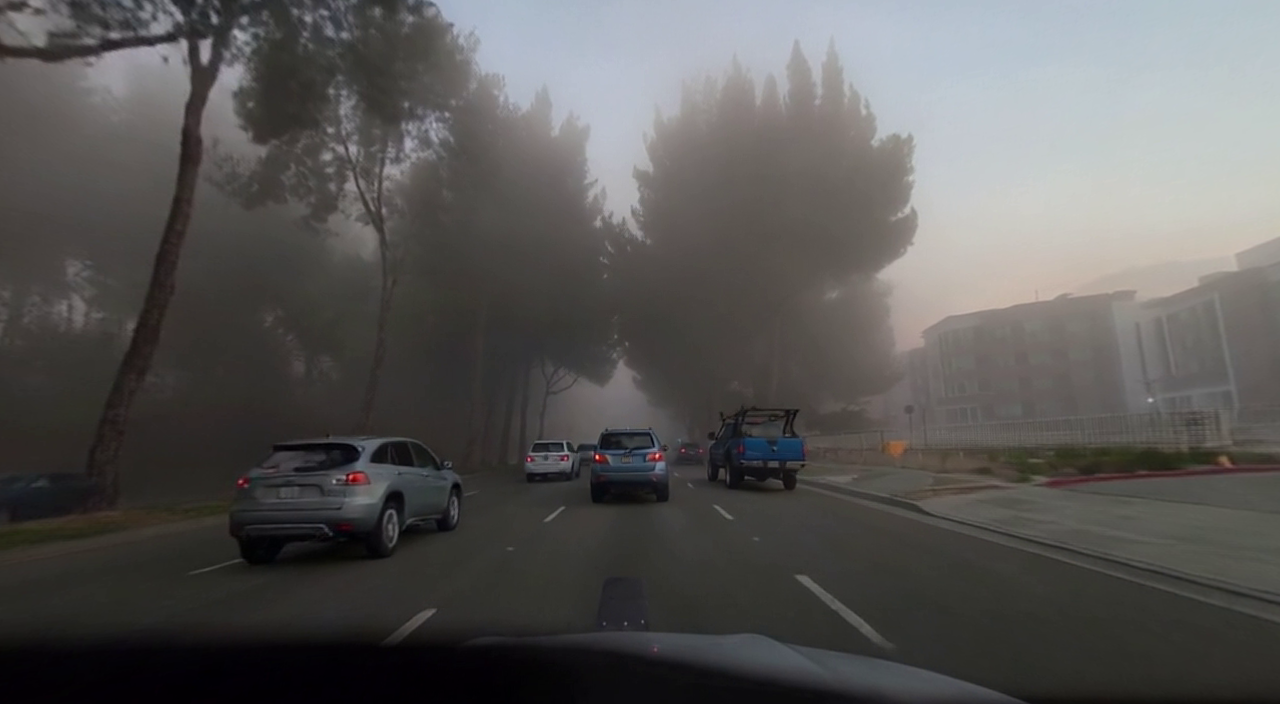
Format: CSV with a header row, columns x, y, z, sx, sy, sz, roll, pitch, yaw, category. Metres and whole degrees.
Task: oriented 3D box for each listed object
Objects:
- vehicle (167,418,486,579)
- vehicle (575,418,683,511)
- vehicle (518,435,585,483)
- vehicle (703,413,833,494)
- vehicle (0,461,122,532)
x,y,z,sx,sy,sz,roll,pitch,yaw,category
-3.780,1.840,8.821,1.959,1.614,4.676,0,-8,1,vehicle
-0.181,2.471,14.243,2.075,1.770,4.018,0,-8,1,vehicle
-3.261,4.014,23.904,1.894,1.642,3.861,0,-8,1,vehicle
3.581,3.045,19.206,2.655,2.054,6.098,0,-8,0,vehicle
-14.789,3.286,14.390,2.001,1.441,4.488,0,-8,2,vehicle
